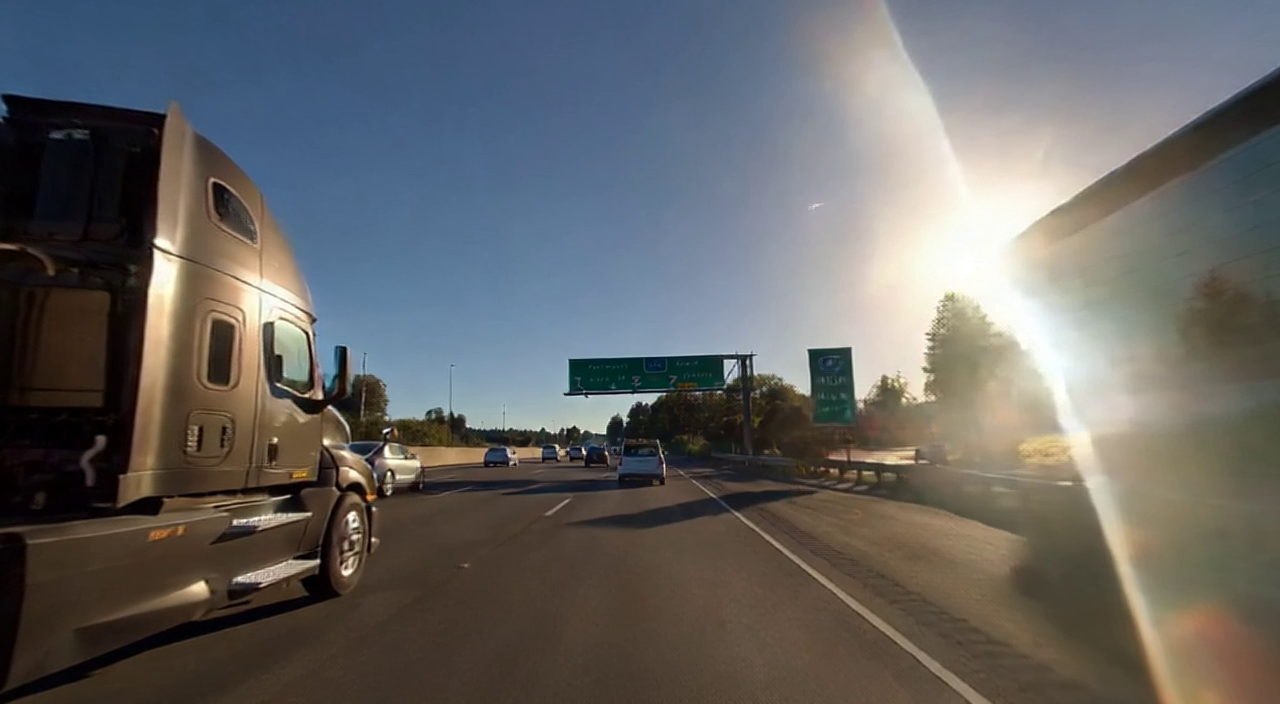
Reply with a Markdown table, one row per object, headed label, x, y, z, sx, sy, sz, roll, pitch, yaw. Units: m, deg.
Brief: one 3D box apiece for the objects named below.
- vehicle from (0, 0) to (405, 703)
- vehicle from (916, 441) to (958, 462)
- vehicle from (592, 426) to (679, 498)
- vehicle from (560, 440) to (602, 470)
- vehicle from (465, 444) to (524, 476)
| label | x | y | z | sx | sy | sz | roll | pitch | yaw |
| --- | --- | --- | --- | --- | --- | --- | --- | --- | --- |
| vehicle | -3.894 | -0.487 | 1.478 | 2.990 | 3.885 | 8.540 | 0 | -9 | 3 |
| vehicle | 22.788 | 7.663 | 48.567 | 1.918 | 1.472 | 4.782 | -2 | -9 | 13 |
| vehicle | -0.086 | 3.043 | 17.728 | 2.152 | 1.779 | 3.924 | 0 | -9 | 1 |
| vehicle | -3.419 | 6.085 | 37.283 | 1.952 | 1.649 | 4.131 | 0 | -9 | 1 |
| vehicle | -7.167 | 5.374 | 31.570 | 1.869 | 1.466 | 4.217 | 0 | -9 | 1 |
